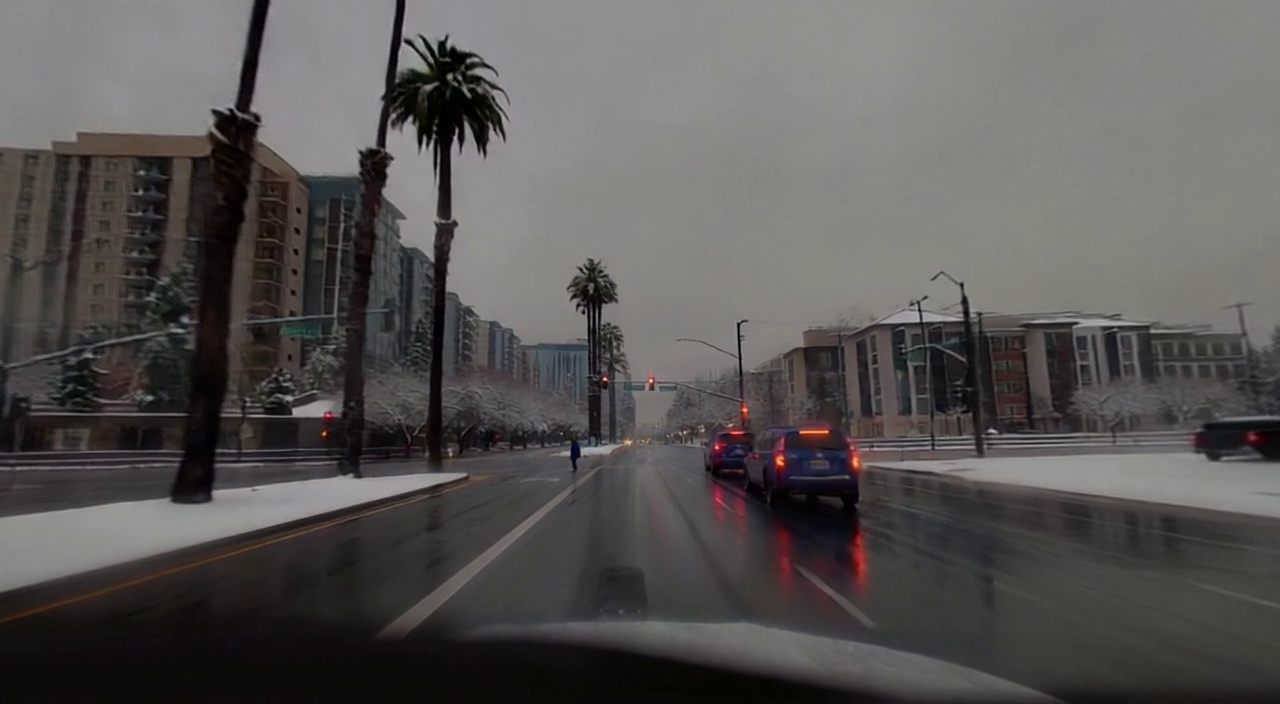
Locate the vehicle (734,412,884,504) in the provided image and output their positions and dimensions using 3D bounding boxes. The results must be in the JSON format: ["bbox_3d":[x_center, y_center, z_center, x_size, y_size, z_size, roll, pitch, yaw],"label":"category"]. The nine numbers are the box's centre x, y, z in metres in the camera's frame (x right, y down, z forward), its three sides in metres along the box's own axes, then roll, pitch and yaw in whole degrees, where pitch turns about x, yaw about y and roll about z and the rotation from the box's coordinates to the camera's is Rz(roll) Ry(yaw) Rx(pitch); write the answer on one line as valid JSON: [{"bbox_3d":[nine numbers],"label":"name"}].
[{"bbox_3d":[3.634,2.407,14.683,2.060,1.756,4.770,0,-8,-1],"label":"vehicle"}]

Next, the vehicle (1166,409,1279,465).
[{"bbox_3d":[19.518,2.699,19.983,1.761,1.615,4.403,0,-9,-3],"label":"vehicle"}]
